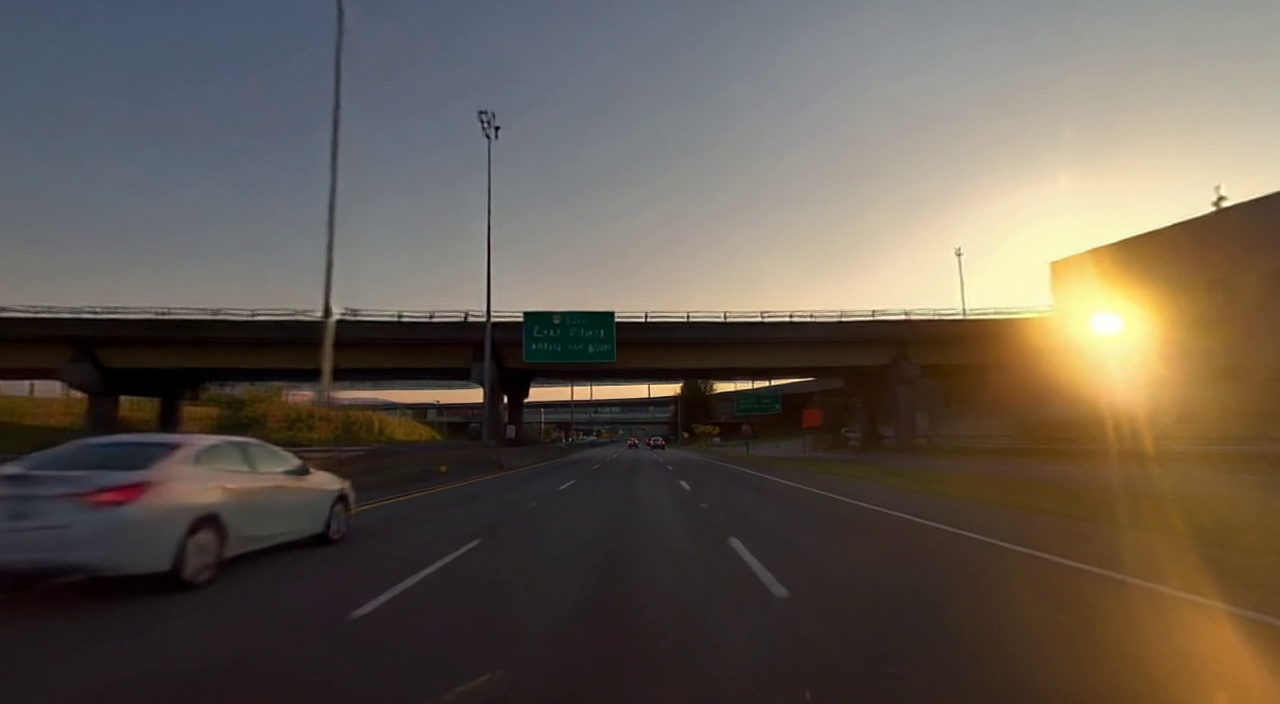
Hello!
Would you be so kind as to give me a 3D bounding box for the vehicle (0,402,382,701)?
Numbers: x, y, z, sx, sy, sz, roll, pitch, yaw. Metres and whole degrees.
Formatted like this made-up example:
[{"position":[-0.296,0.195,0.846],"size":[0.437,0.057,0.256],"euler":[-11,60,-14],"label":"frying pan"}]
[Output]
[{"position":[-4.089,1.290,5.225],"size":[1.934,1.451,4.544],"euler":[0,-8,1],"label":"vehicle"}]
